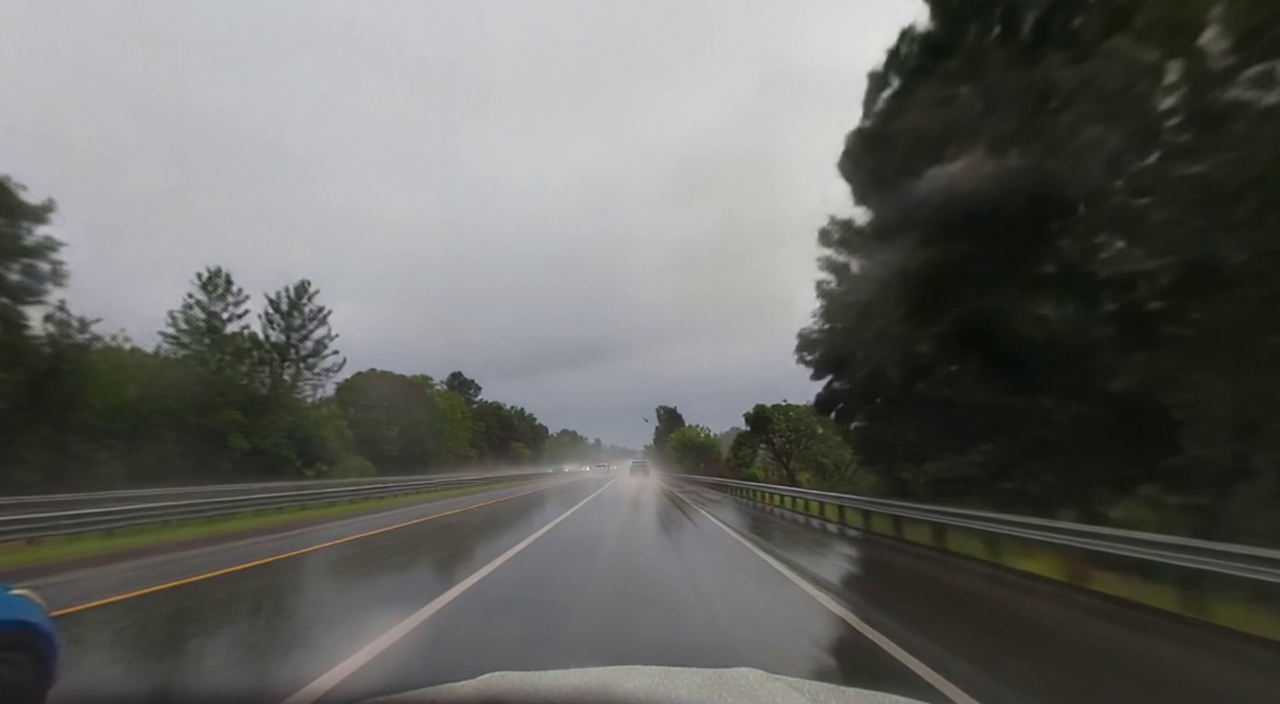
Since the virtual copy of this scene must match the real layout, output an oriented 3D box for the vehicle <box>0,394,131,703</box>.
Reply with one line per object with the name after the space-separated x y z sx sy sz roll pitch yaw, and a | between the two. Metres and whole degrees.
-3.445 0.632 0.888 2.017 1.516 4.041 1 -11 0 | vehicle
